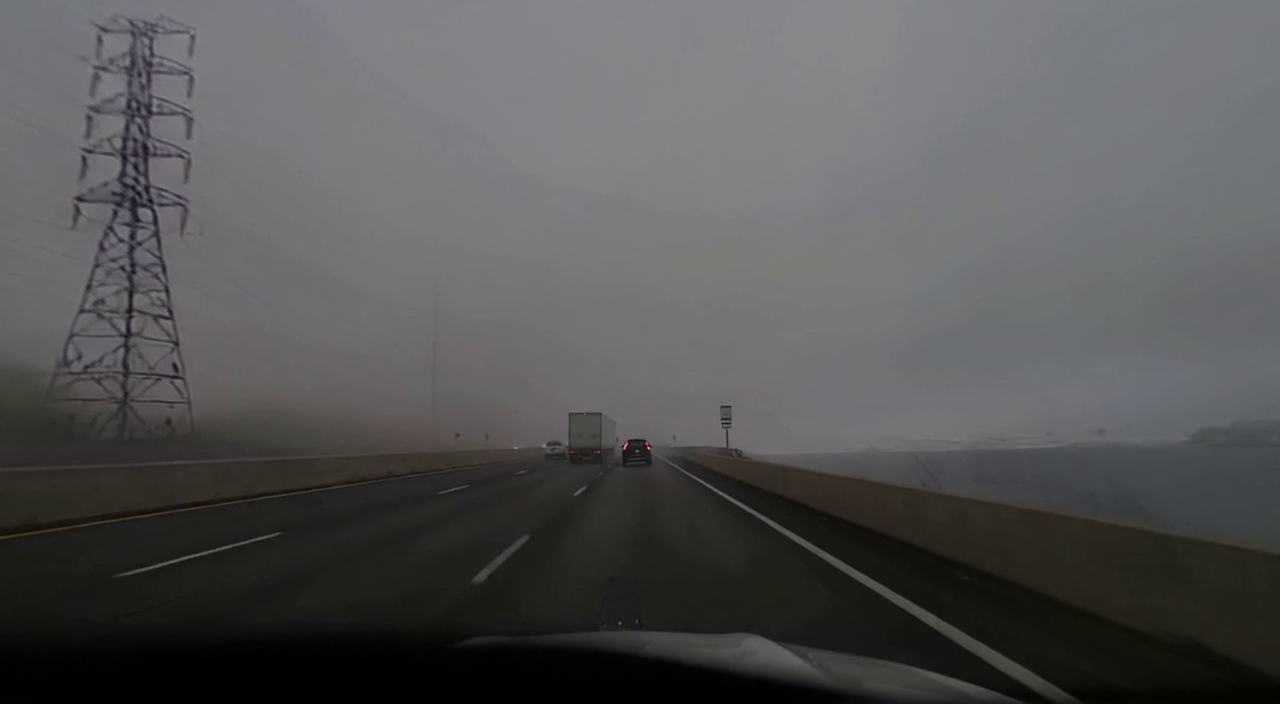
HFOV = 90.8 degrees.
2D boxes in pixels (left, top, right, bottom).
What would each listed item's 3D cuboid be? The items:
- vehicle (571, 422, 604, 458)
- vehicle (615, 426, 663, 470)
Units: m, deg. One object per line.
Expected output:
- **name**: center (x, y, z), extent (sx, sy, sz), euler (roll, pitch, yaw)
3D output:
- **vehicle**: center (-3.785, 6.351, 45.754), extent (2.178, 2.522, 2.054), euler (0, -8, 1)
- **vehicle**: center (-0.039, 5.106, 33.590), extent (2.358, 2.144, 4.713), euler (0, -8, 0)
